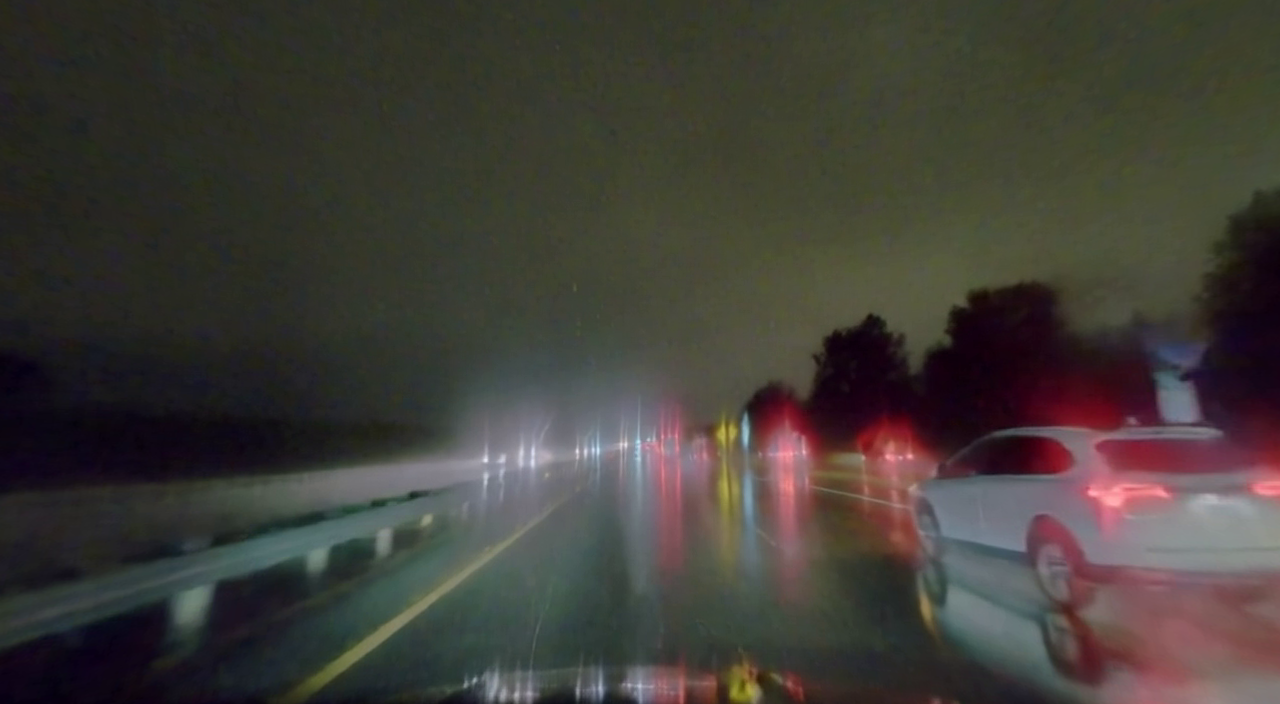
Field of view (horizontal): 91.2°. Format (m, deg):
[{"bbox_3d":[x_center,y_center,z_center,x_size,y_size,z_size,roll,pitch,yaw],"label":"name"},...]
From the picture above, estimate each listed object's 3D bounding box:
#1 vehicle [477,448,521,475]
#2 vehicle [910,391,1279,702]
[{"bbox_3d":[-8.840,6.885,39.655,1.932,1.559,4.173,0,-9,-1],"label":"vehicle"},{"bbox_3d":[4.120,1.277,5.238,2.001,1.555,4.098,-1,-9,2],"label":"vehicle"}]
